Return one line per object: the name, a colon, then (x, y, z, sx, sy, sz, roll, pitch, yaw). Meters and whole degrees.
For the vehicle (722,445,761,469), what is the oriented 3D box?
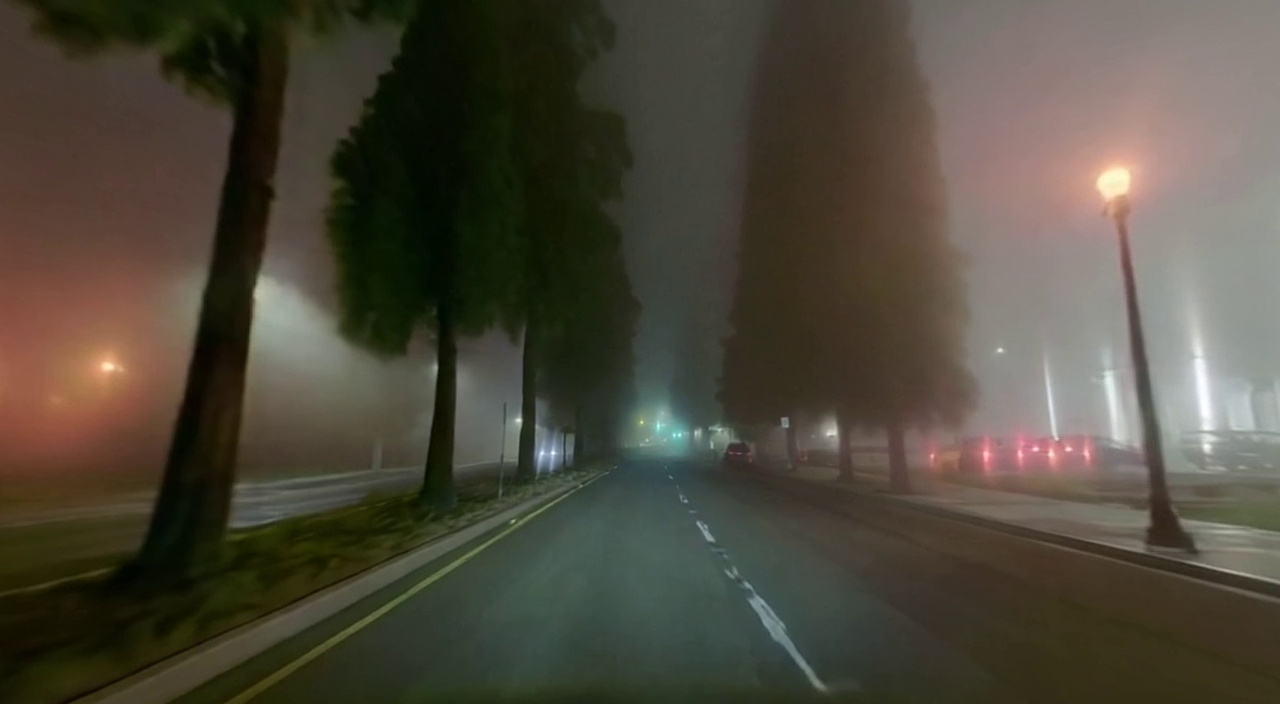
vehicle: (6.796, 7.087, 42.678, 1.948, 1.511, 4.623, 0, -8, 1)

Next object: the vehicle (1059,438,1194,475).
vehicle: (21.158, 4.537, 27.532, 4.333, 1.491, 1.744, -1, -8, 1)

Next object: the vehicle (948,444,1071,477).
vehicle: (16.233, 4.760, 27.832, 4.276, 1.397, 1.786, 0, -8, 1)

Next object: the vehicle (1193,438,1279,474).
vehicle: (27.278, 4.496, 27.429, 4.560, 1.444, 1.929, -1, -8, -2)
